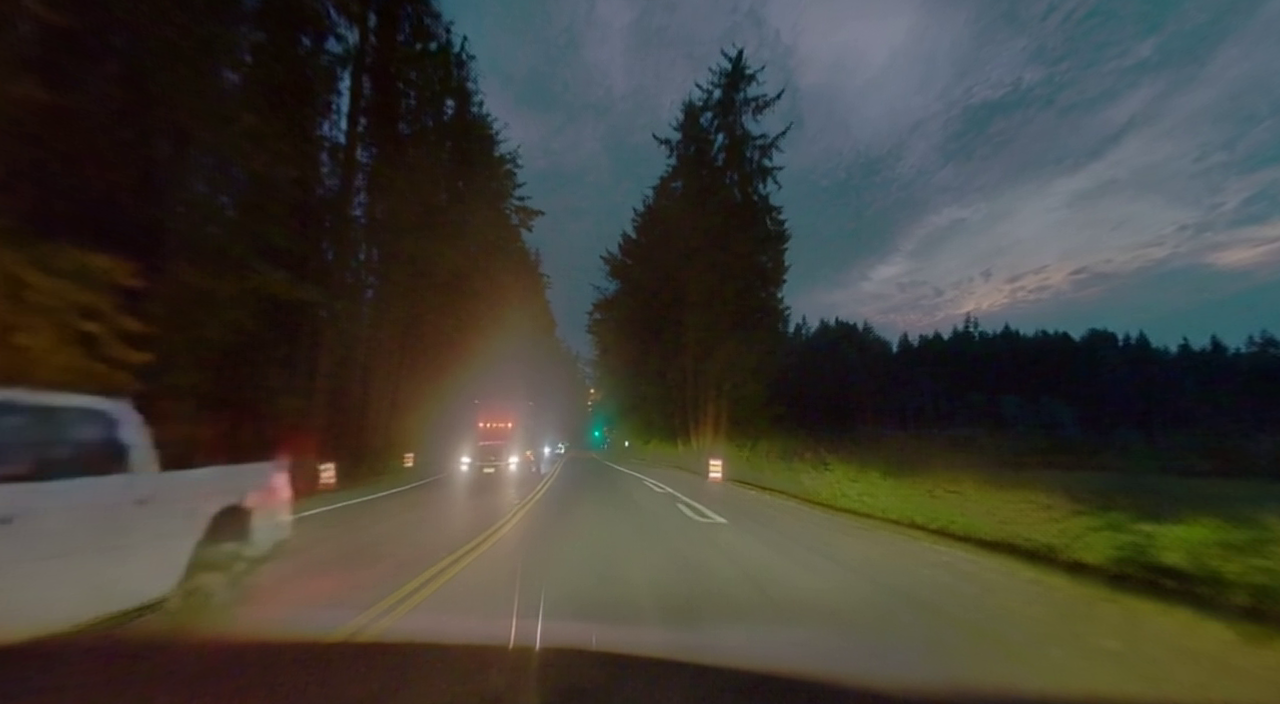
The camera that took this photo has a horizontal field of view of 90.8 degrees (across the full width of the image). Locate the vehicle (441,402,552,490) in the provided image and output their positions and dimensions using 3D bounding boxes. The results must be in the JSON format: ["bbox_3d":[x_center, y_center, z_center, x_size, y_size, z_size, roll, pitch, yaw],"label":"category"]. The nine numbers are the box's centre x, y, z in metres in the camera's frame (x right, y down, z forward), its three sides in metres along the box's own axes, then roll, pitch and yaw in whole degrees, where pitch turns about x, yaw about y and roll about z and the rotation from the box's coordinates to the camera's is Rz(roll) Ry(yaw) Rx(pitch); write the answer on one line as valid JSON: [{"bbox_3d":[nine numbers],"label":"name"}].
[{"bbox_3d":[-4.821,3.398,22.969,2.939,2.556,8.664,1,-8,-6],"label":"vehicle"}]

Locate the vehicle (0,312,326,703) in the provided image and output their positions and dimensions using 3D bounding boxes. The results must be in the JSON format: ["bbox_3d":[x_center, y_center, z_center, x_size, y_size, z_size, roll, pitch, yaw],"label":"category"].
[{"bbox_3d":[-3.395,0.802,2.597,2.057,1.792,4.457,0,-8,-3],"label":"vehicle"}]
